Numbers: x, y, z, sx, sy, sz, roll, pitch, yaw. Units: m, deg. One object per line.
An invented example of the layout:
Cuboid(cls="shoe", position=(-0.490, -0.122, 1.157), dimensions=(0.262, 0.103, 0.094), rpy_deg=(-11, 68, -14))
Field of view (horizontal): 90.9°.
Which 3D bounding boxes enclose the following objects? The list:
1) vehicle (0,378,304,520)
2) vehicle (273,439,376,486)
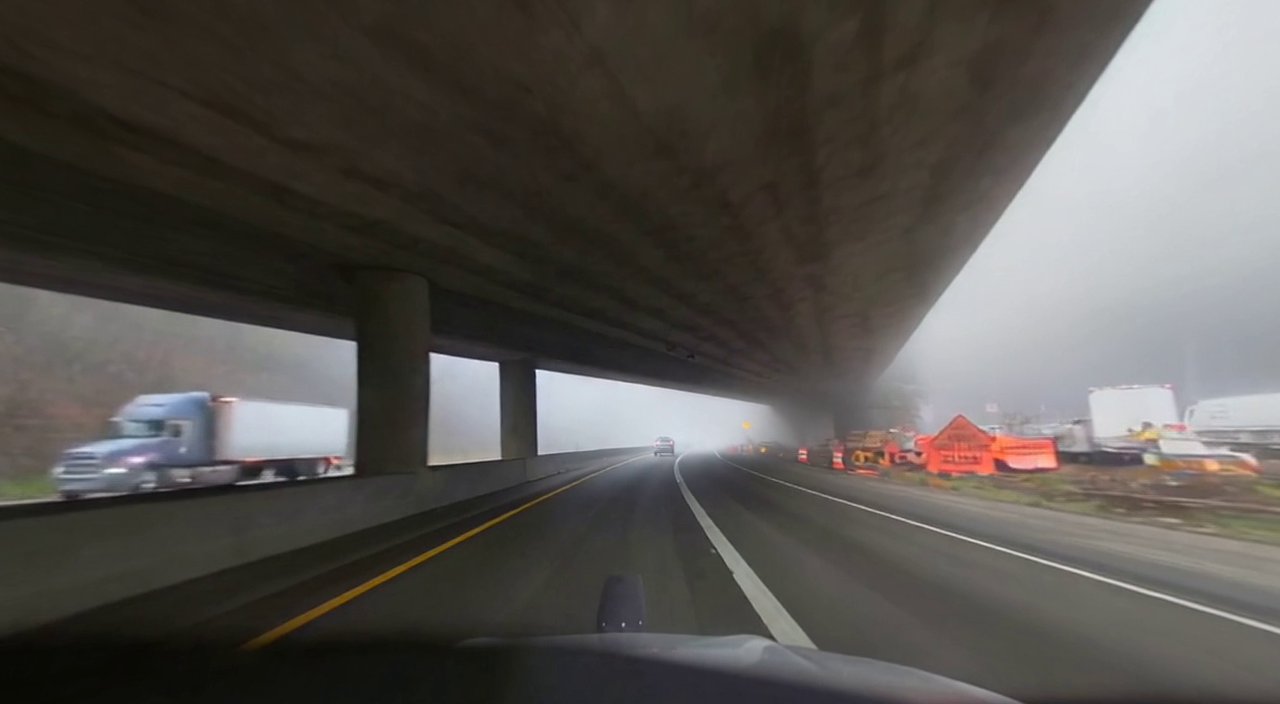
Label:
Cuboid(cls="vehicle", position=(-14.544, 2.971, 19.909), dimensions=(2.775, 3.490, 8.472), rpy_deg=(0, -8, 3))
Cuboid(cls="vehicle", position=(-14.090, 4.922, 28.528), dimensions=(2.023, 1.956, 4.623), rpy_deg=(-1, -8, 3))
